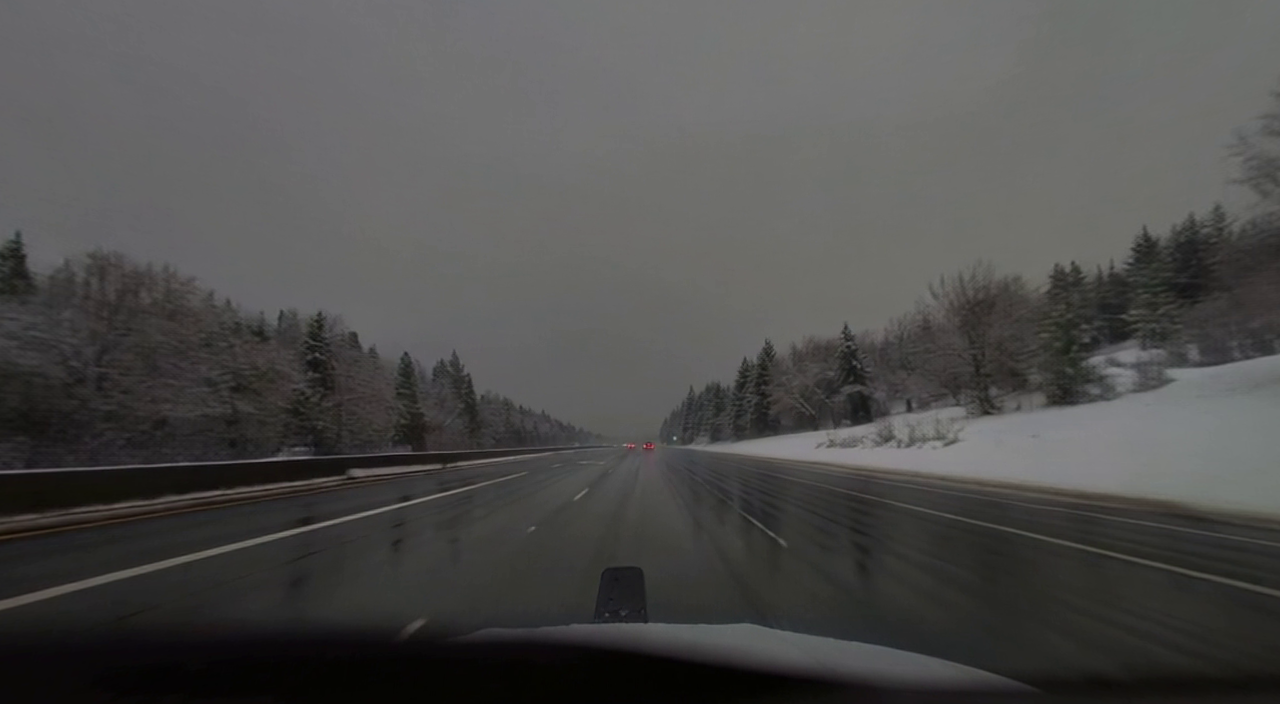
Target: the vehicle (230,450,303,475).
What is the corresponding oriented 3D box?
[{"bbox_3d":[-24.358,7.187,41.313,1.822,1.479,4.695,0,-8,1],"label":"vehicle"}]
